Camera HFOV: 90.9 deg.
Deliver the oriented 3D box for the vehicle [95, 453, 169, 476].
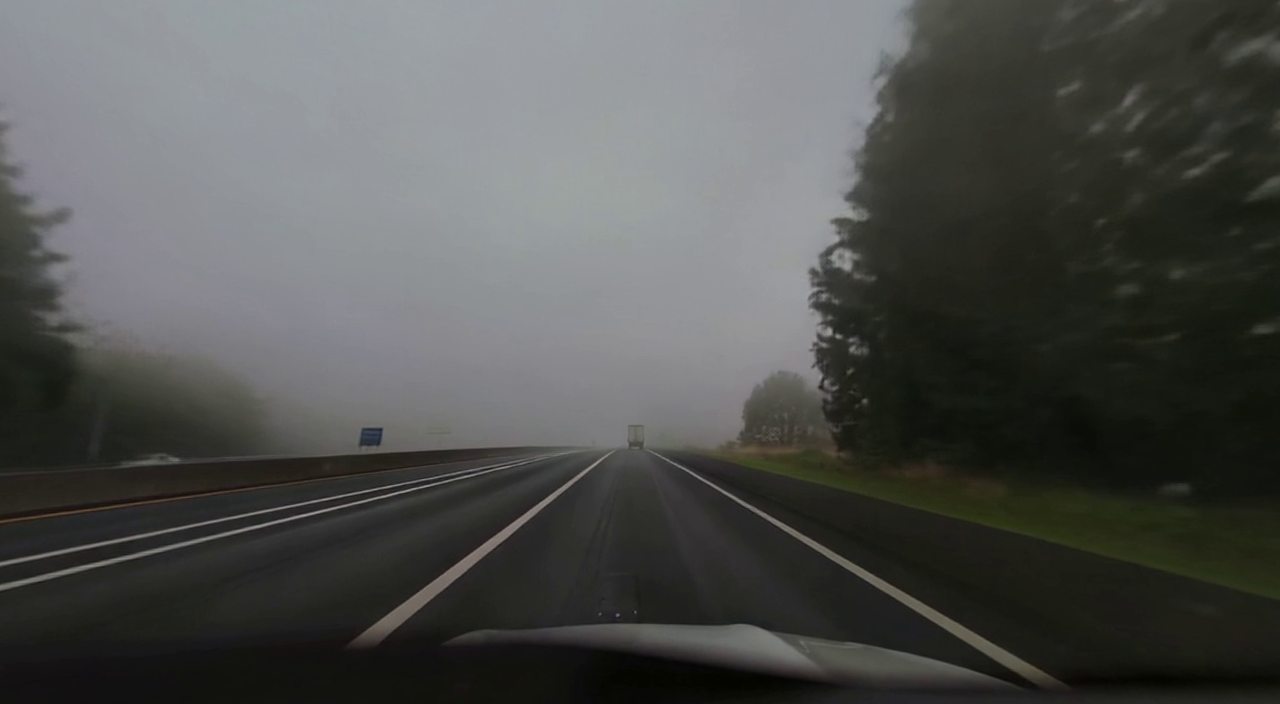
[{"bbox_3d":[-38.004,8.402,47.250,1.758,1.468,4.105,-1,-8,9],"label":"vehicle"}]
